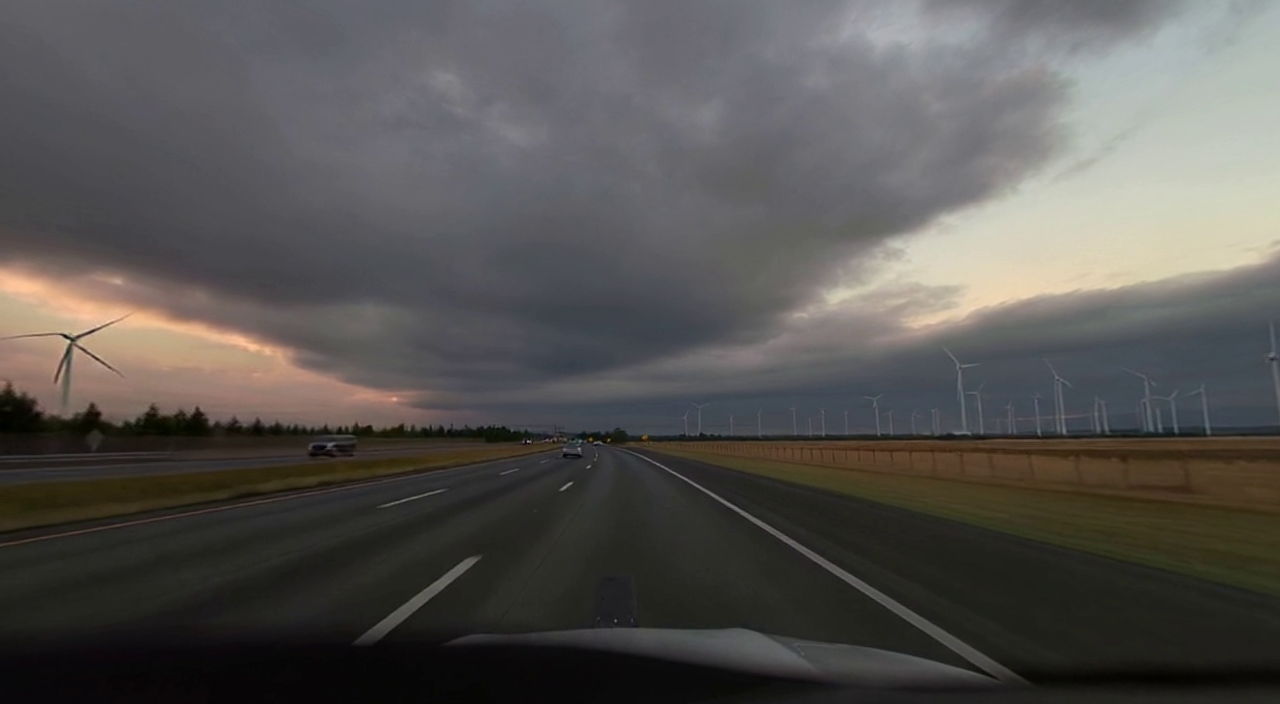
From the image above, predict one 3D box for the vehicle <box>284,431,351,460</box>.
[{"bbox_3d":[-20.702,5.994,40.647,2.018,1.727,4.712,0,-8,-3],"label":"vehicle"}]
